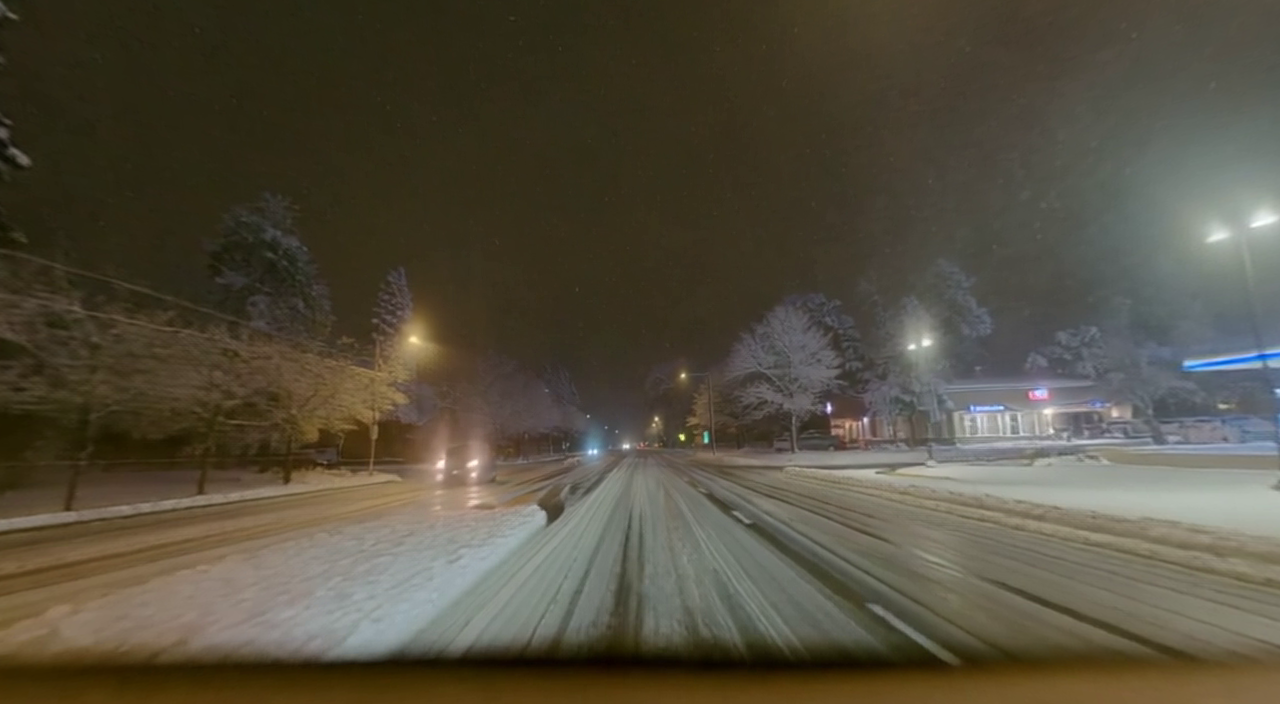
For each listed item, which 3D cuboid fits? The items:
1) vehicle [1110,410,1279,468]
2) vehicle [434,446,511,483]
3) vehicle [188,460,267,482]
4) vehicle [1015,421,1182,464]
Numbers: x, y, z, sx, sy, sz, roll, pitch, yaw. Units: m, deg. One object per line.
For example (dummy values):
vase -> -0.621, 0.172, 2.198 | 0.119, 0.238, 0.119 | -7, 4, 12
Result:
vehicle -> 17.172, 2.631, 19.067 | 4.400, 1.618, 2.016 | 0, -8, -4
vehicle -> -7.210, 4.883, 27.764 | 2.079, 1.489, 4.515 | 0, -8, 1
vehicle -> -29.076, 8.366, 44.591 | 4.279, 1.437, 1.872 | -1, -8, 3
vehicle -> 16.442, 3.269, 22.836 | 4.506, 1.461, 1.955 | 0, -8, -1
